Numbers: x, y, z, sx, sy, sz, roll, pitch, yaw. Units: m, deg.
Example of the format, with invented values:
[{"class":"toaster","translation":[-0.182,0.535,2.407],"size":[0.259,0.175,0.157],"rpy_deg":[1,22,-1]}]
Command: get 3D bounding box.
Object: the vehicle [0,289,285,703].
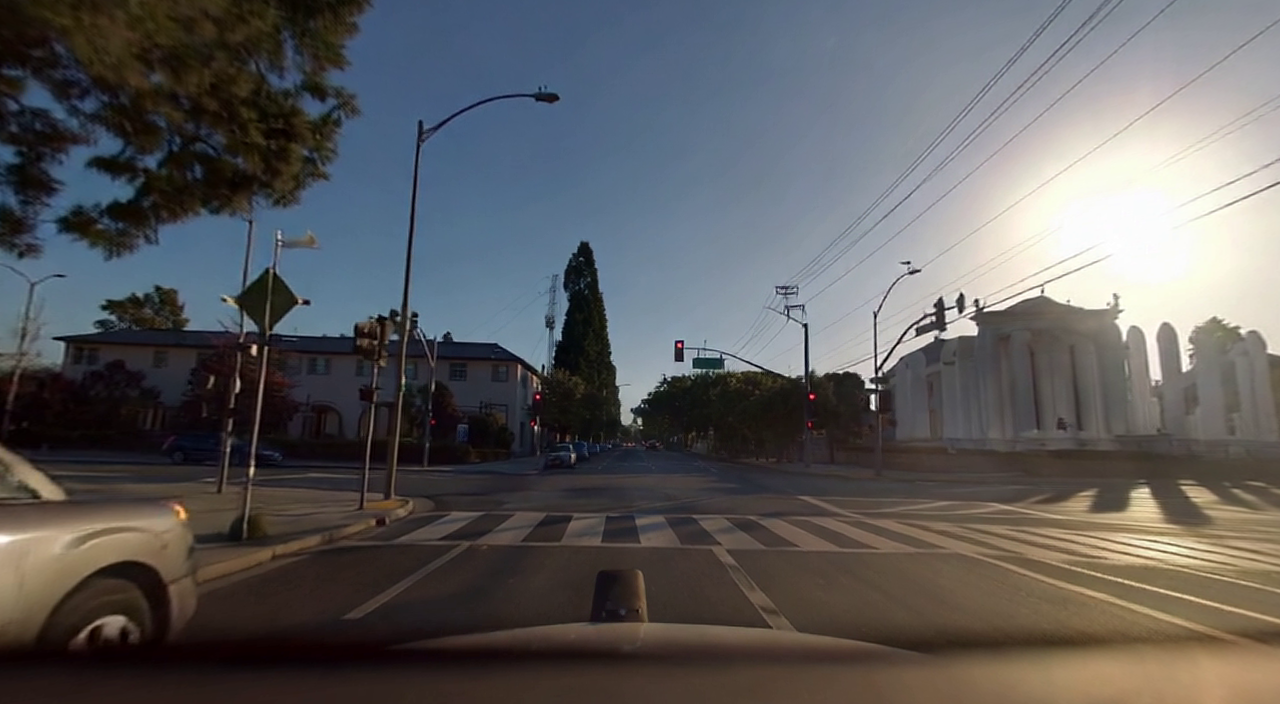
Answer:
[{"class":"vehicle","translation":[-3.285,0.495,0.421],"size":[2.271,1.885,6.346],"rpy_deg":[0,-9,2]}]
